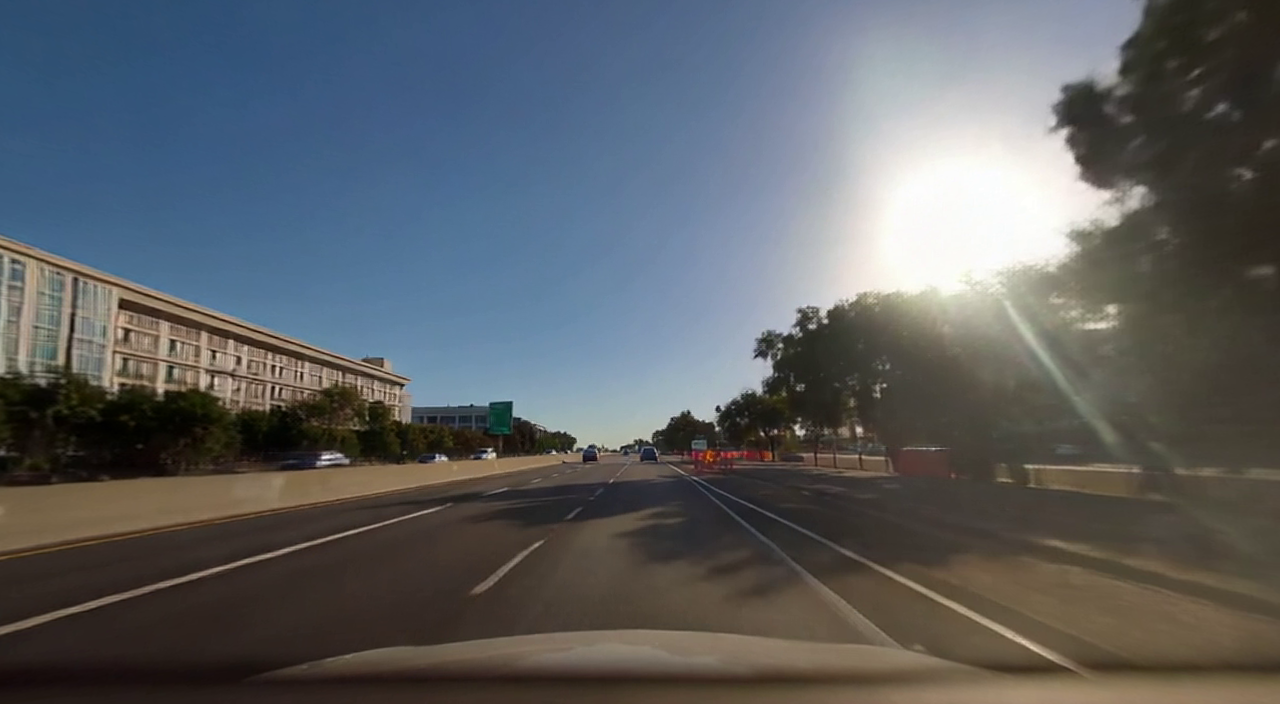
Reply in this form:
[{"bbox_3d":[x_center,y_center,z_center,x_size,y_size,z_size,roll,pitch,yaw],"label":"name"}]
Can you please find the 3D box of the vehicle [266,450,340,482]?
[{"bbox_3d":[-19.305,6.517,36.305,1.743,1.657,4.388,0,-9,2],"label":"vehicle"}]
